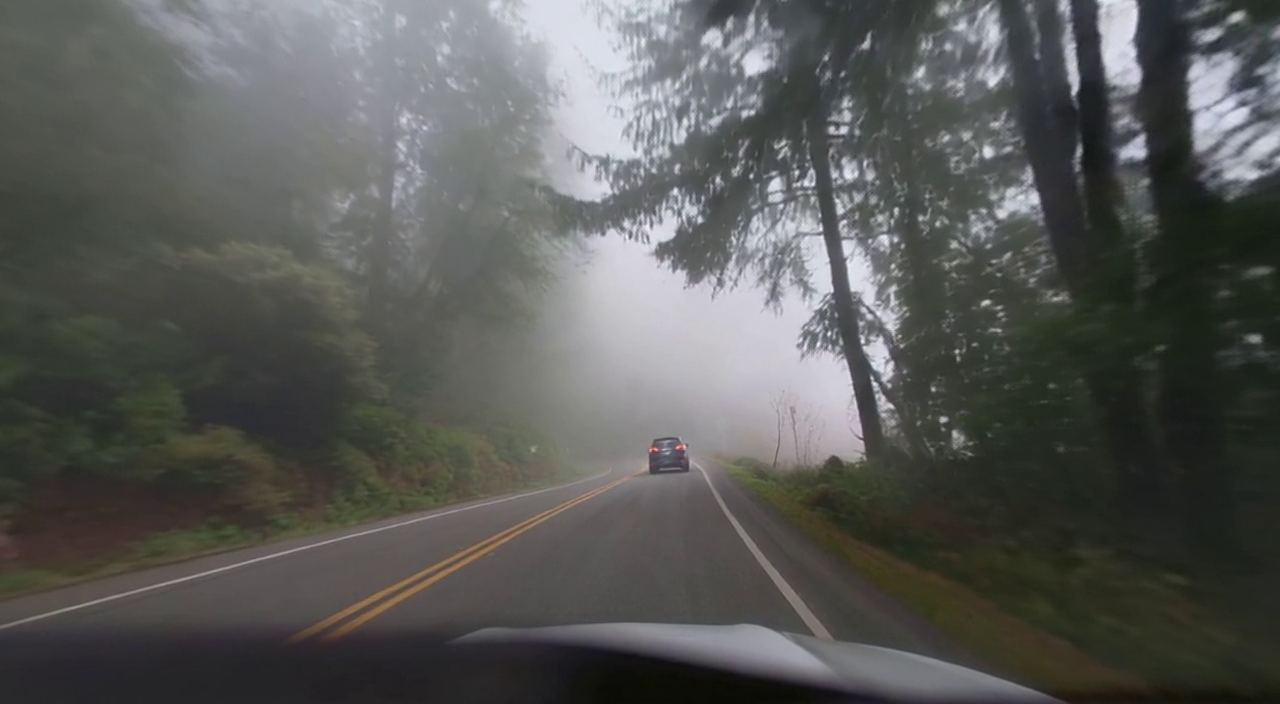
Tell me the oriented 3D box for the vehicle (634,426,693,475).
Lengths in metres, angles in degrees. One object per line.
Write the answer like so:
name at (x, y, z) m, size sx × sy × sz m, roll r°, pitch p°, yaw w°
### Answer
vehicle at (1.176, 4.903, 31.371) m, size 2.469 × 1.953 × 5.605 m, roll -7°, pitch -9°, yaw 2°
